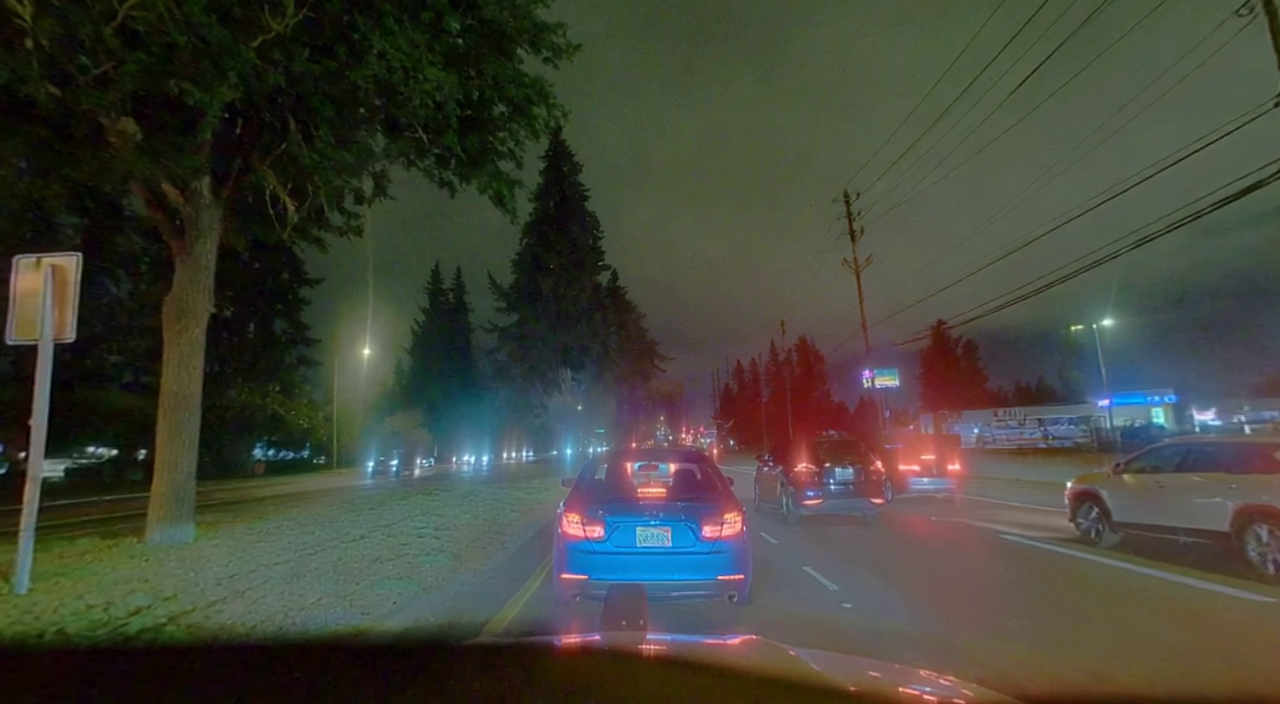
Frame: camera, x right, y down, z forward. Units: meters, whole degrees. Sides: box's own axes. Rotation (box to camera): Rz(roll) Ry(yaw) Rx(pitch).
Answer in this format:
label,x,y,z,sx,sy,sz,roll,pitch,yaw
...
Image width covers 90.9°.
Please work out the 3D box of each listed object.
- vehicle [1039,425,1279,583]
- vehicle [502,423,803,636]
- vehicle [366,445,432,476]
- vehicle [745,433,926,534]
label,x,y,z,sx,sy,sz,roll,pitch,yaw
vehicle,6.993,1.627,7.292,1.850,1.480,4.474,0,-8,1
vehicle,0.069,1.538,6.470,2.108,1.479,3.935,0,-8,-1
vehicle,-15.237,6.899,40.302,2.056,1.809,5.354,0,-8,0
vehicle,3.334,2.312,11.745,1.979,1.504,4.156,0,-8,-1
